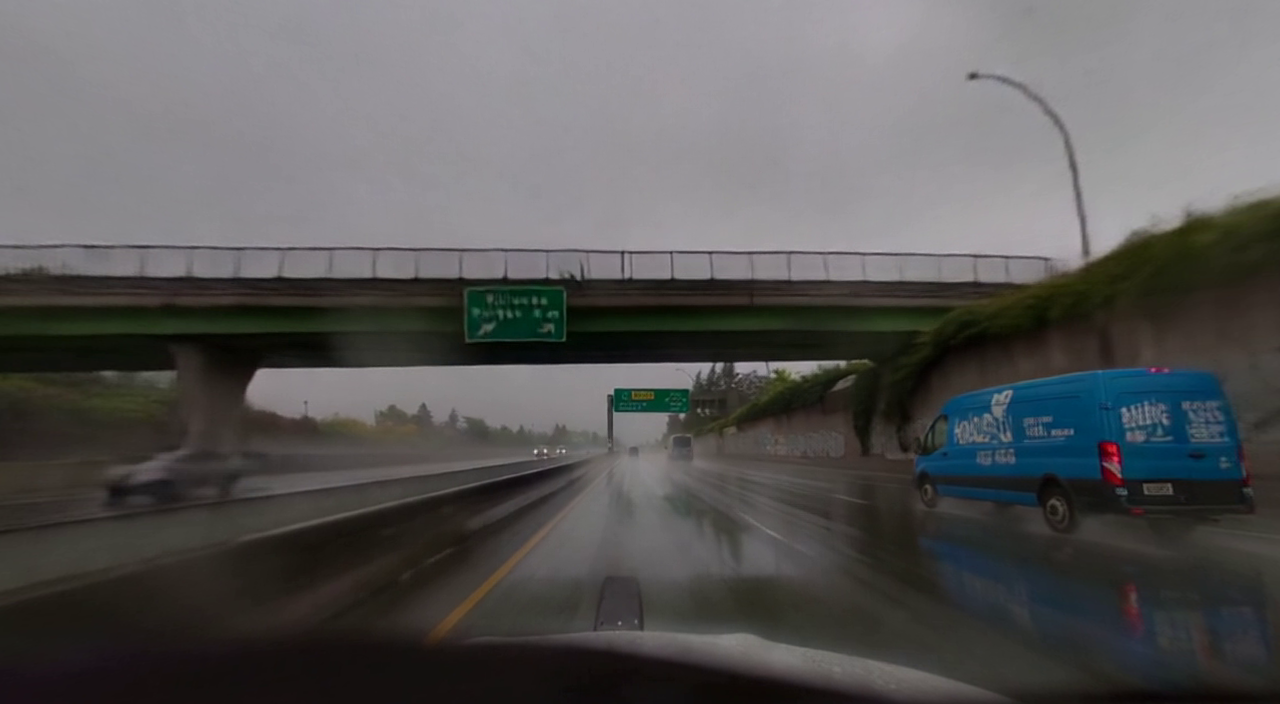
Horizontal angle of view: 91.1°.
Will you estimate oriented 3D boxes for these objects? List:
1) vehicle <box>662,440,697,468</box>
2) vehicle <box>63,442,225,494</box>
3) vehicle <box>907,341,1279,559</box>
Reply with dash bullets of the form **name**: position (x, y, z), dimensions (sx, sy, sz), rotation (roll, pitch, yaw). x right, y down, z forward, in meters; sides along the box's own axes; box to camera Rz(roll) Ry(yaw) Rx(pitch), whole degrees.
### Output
- **vehicle**: position (2.805, 7.438, 45.987), dimensions (2.007, 1.943, 5.010), rotation (0, -9, -3)
- **vehicle**: position (-15.810, 3.692, 20.382), dimensions (1.870, 1.492, 4.149), rotation (0, -9, -1)
- **vehicle**: position (6.990, 1.601, 10.558), dimensions (2.283, 2.631, 5.719), rotation (0, -9, -2)
